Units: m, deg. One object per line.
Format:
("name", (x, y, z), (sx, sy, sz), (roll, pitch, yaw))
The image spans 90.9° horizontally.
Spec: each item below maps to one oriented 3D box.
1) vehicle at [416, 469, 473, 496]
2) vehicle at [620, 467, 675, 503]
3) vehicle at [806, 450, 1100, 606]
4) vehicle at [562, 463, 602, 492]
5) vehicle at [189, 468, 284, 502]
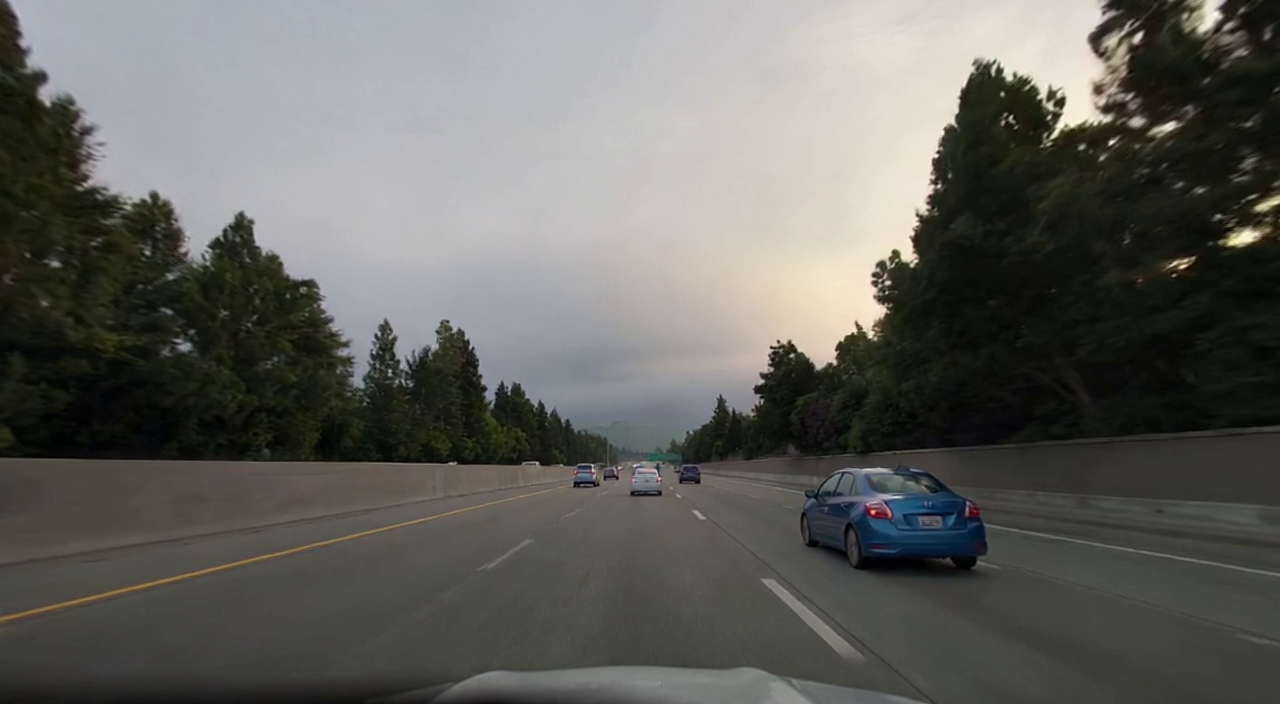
("vehicle", (-11.559, 7.723, 37.577), (1.873, 1.471, 4.551), (0, -10, 1))
("vehicle", (0.314, 5.754, 27.498), (2.241, 1.425, 3.973), (1, -10, 0))
("vehicle", (3.743, 2.174, 8.465), (1.938, 1.561, 3.786), (1, -10, -1))
("vehicle", (-3.539, 7.808, 39.375), (2.021, 1.706, 4.247), (1, -10, 1))
("vehicle", (-19.783, 6.499, 31.120), (1.882, 1.502, 4.099), (0, -10, 2))
